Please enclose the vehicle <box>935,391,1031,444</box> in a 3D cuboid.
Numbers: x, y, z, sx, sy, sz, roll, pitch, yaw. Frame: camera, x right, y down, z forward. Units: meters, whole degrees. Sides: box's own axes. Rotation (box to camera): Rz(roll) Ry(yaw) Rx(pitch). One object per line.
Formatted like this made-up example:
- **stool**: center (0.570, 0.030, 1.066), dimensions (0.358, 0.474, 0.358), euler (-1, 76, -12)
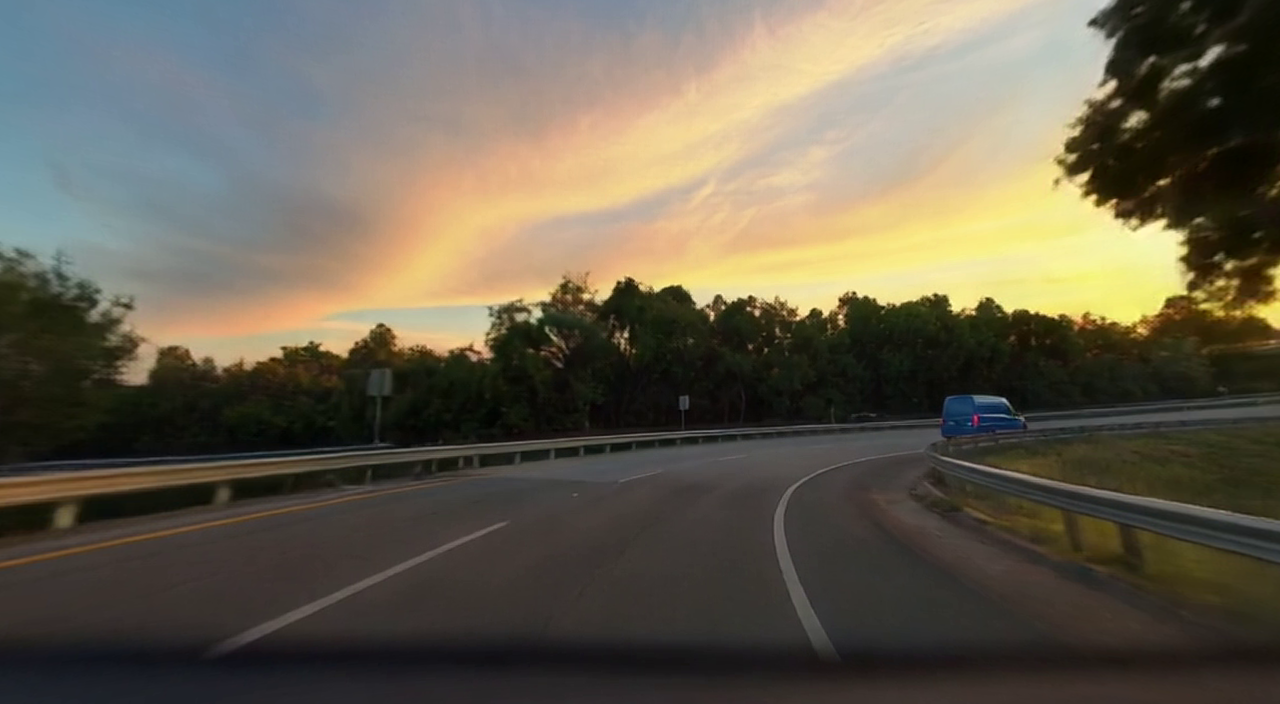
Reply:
- **vehicle**: center (18.078, 3.475, 33.117), dimensions (5.330, 2.577, 2.352), euler (5, -9, -37)
